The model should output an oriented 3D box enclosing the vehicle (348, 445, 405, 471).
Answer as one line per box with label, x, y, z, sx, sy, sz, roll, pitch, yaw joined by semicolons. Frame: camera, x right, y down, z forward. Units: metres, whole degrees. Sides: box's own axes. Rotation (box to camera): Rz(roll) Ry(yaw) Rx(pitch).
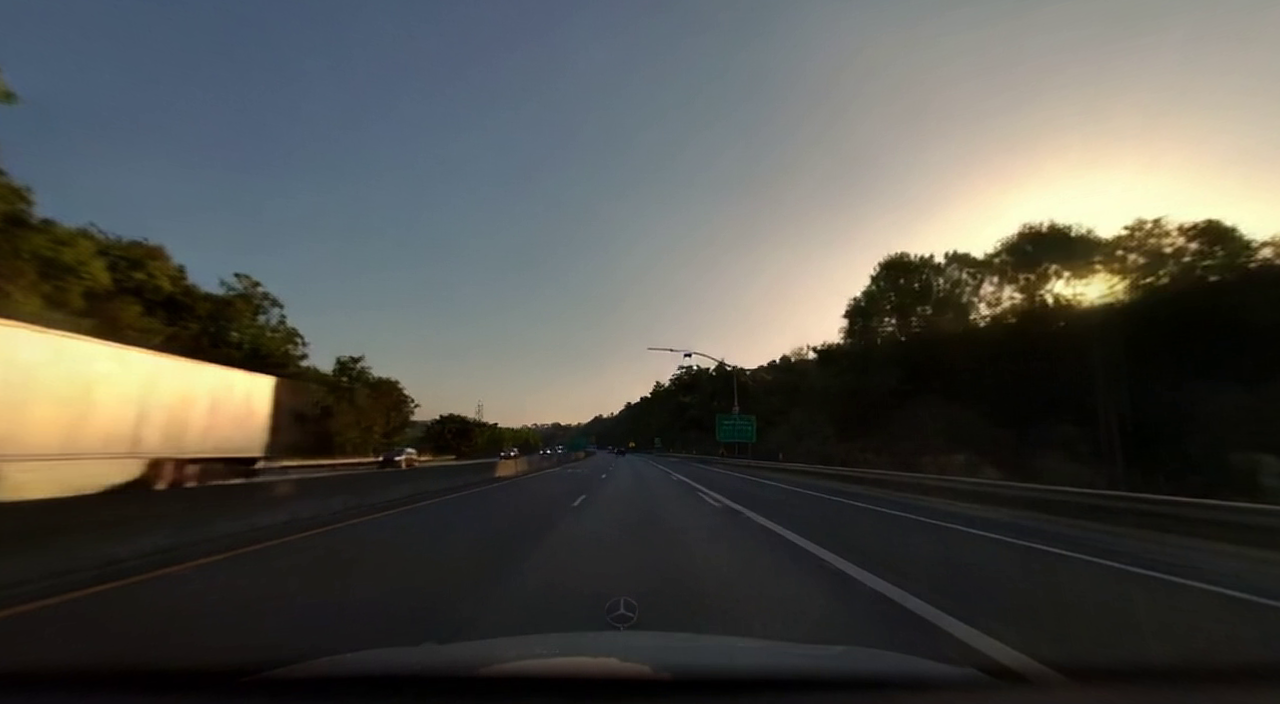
vehicle;-16.742;6.754;40.153;1.958;1.497;4.022;0;-9;0
